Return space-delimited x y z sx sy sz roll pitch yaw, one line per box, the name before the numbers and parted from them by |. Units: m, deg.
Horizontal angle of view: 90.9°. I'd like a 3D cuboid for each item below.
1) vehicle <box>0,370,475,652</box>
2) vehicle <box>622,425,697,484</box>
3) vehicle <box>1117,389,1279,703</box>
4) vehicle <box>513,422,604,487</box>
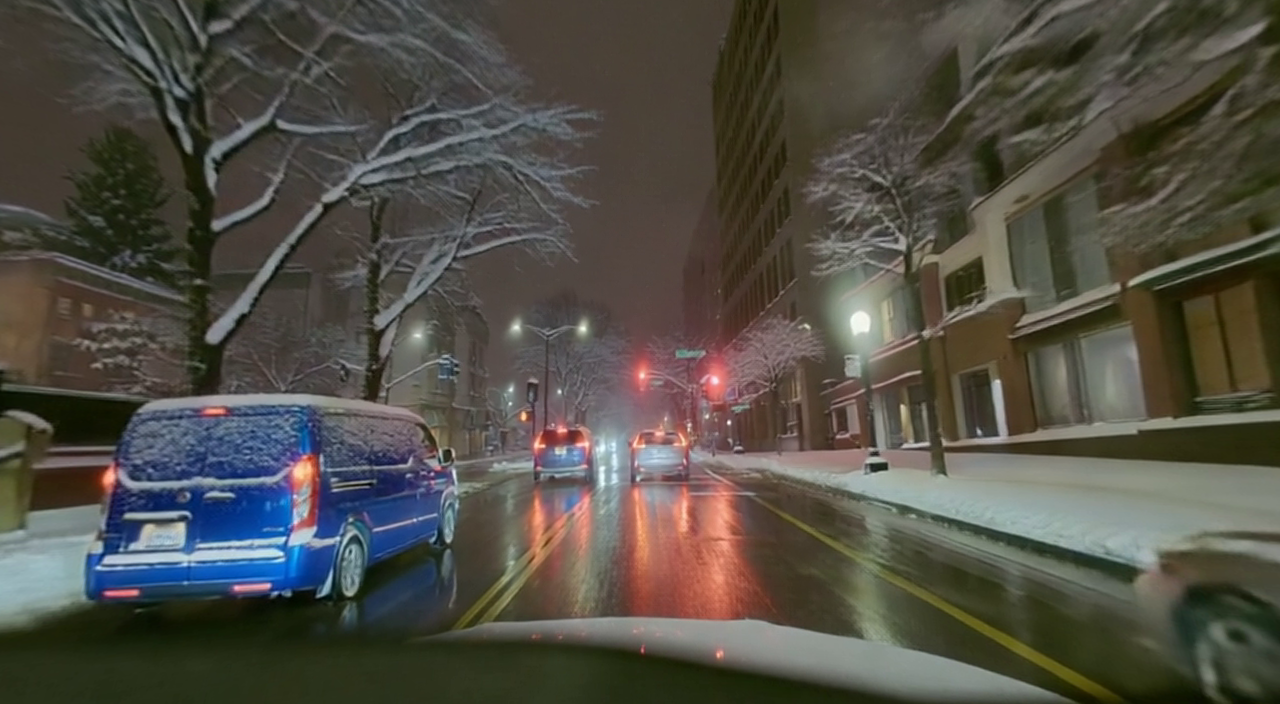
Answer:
vehicle | -3.039 1.236 5.845 1.940 1.722 3.823 0 -8 0
vehicle | 0.626 3.329 20.735 2.205 1.727 3.917 0 -8 2
vehicle | 3.529 0.692 1.062 2.067 1.479 4.409 0 -8 2
vehicle | -2.408 3.168 19.835 2.124 1.799 4.587 0 -8 2
